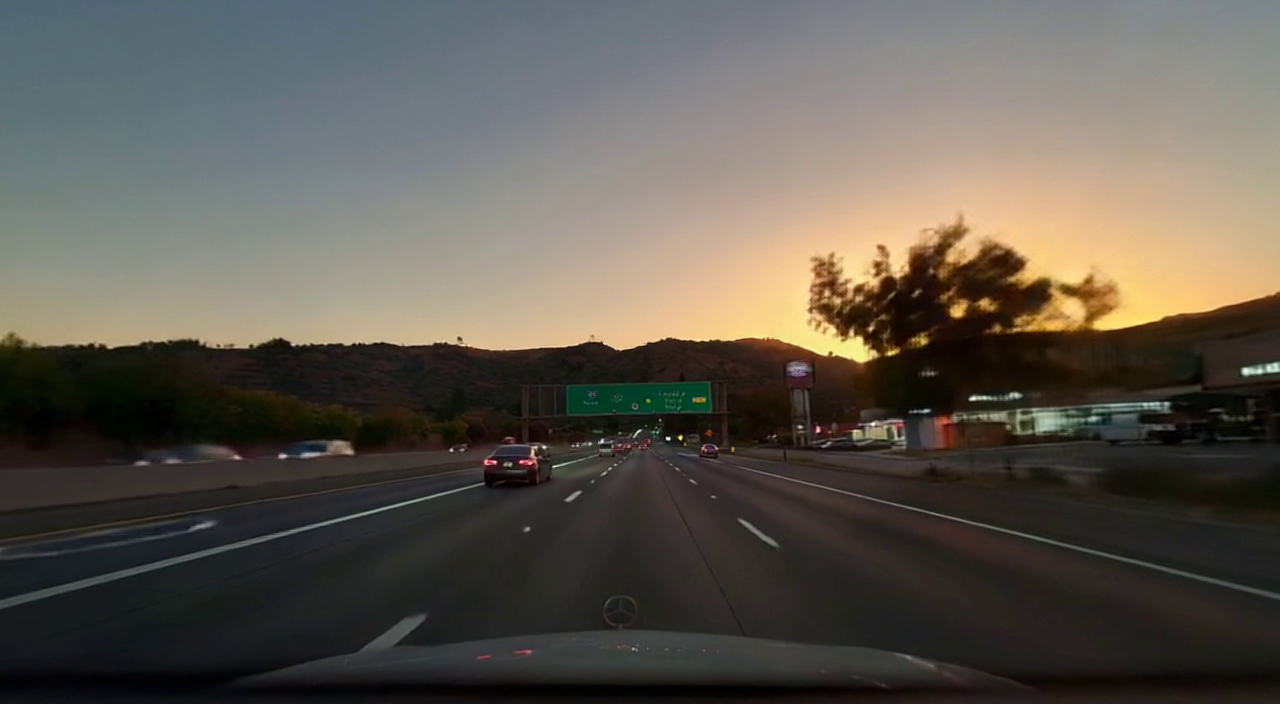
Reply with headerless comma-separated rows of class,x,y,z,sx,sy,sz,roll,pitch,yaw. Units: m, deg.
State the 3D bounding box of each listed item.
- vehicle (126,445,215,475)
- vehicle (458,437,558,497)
vehicle,-23.388,5.364,31.610,1.817,1.393,3.398,0,-8,0
vehicle,-3.666,3.275,18.387,1.939,1.508,4.272,0,-8,1
